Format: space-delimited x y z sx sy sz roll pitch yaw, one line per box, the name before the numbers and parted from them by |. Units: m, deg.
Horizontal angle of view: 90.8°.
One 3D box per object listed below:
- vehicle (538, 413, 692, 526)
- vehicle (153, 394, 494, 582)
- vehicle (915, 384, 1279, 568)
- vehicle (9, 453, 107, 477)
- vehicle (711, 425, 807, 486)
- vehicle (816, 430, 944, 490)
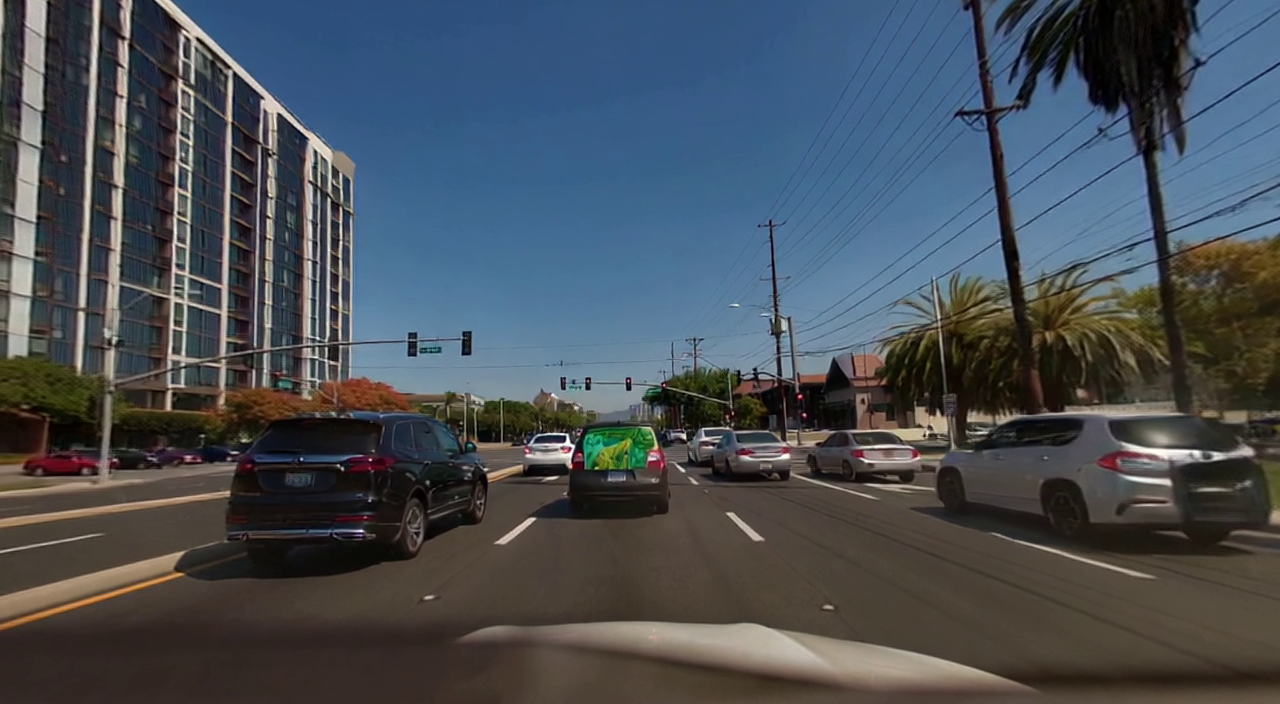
vehicle | -0.429 2.076 11.642 2.302 1.681 4.217 0 -8 -2
vehicle | -3.534 1.619 8.283 2.136 1.779 4.417 0 -8 0
vehicle | 6.453 1.725 9.551 2.130 1.979 5.310 0 -8 0
vehicle | -42.472 8.233 46.205 4.867 1.689 1.971 1 -8 -9
vehicle | 3.334 3.000 18.545 1.975 1.598 4.025 0 -8 -1
vehicle | 6.540 2.987 17.766 1.764 1.451 4.300 0 -8 -2
